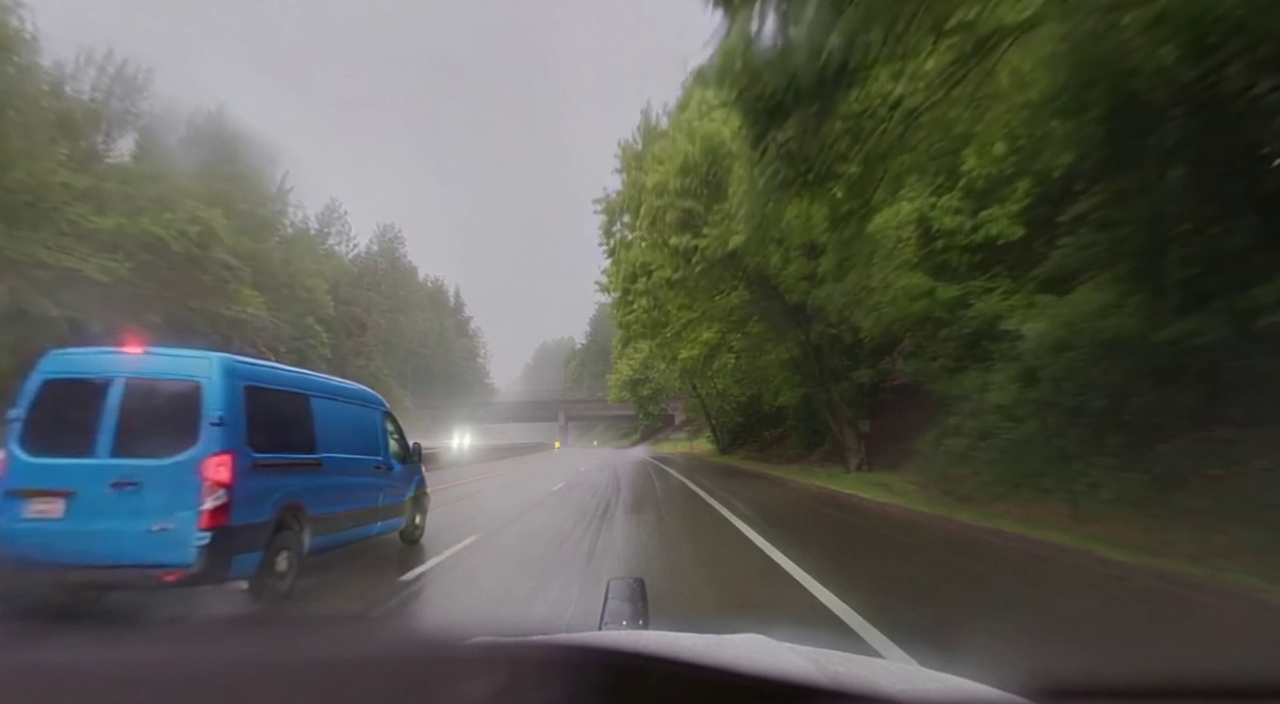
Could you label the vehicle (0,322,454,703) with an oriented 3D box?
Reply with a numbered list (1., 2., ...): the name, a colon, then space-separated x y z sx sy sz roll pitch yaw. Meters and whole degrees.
1. vehicle: -3.665 1.147 5.710 2.372 1.891 5.061 0 -8 0
